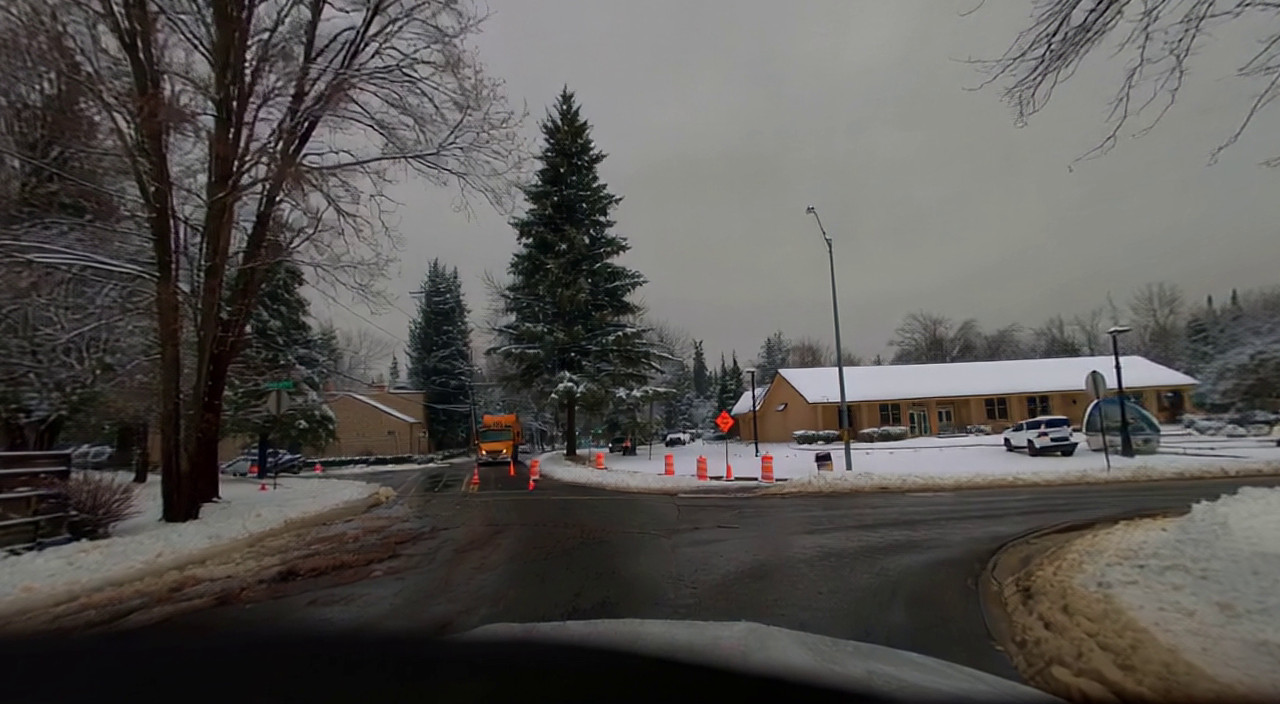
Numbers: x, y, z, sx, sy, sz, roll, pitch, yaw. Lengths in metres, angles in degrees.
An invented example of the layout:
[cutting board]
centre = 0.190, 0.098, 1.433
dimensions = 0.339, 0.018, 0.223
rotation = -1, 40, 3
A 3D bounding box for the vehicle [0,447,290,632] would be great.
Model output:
[vehicle]
centre = -7.596, 2.007, 7.556
dimensions = 2.961, 1.701, 7.563
rotation = 1, -9, -4
